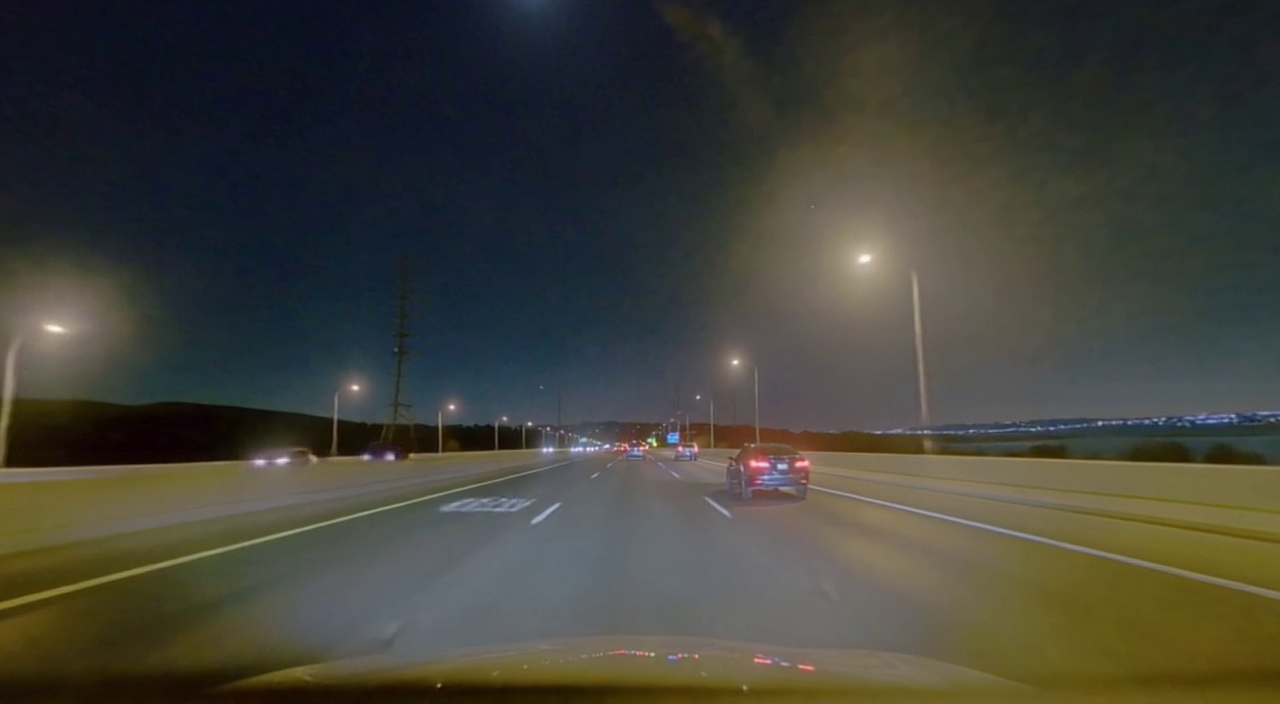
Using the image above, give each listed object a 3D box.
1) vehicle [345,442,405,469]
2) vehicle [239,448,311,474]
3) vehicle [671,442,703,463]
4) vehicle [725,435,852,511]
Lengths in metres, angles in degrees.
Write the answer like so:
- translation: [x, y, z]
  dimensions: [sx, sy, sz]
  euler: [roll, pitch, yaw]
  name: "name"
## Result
- translation: [-15.519, 6.075, 37.254]
  dimensions: [1.850, 1.519, 3.963]
  euler: [0, -8, -1]
  name: "vehicle"
- translation: [-22.933, 6.848, 39.948]
  dimensions: [1.849, 1.456, 4.573]
  euler: [0, -8, 0]
  name: "vehicle"
- translation: [3.537, 7.712, 48.510]
  dimensions: [2.000, 1.533, 4.438]
  euler: [0, -8, -1]
  name: "vehicle"
- translation: [3.271, 2.742, 14.857]
  dimensions: [1.890, 1.490, 4.373]
  euler: [0, -8, -1]
  name: "vehicle"
